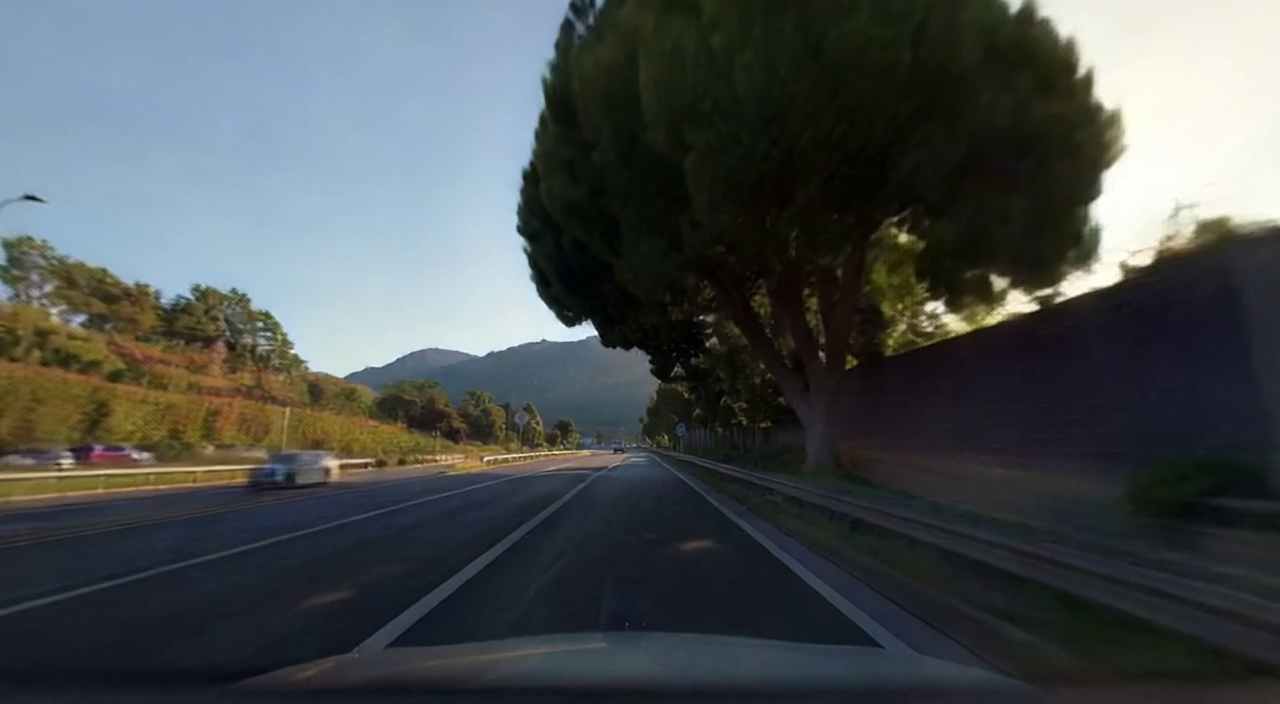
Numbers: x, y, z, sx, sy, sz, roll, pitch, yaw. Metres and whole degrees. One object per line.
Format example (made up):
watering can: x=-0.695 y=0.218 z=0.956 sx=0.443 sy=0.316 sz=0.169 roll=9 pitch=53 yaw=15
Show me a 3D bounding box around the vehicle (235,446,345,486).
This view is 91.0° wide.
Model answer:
vehicle: x=-14.651 y=4.760 z=26.715 sx=1.907 sy=1.487 sz=4.725 roll=0 pitch=-8 yaw=1
